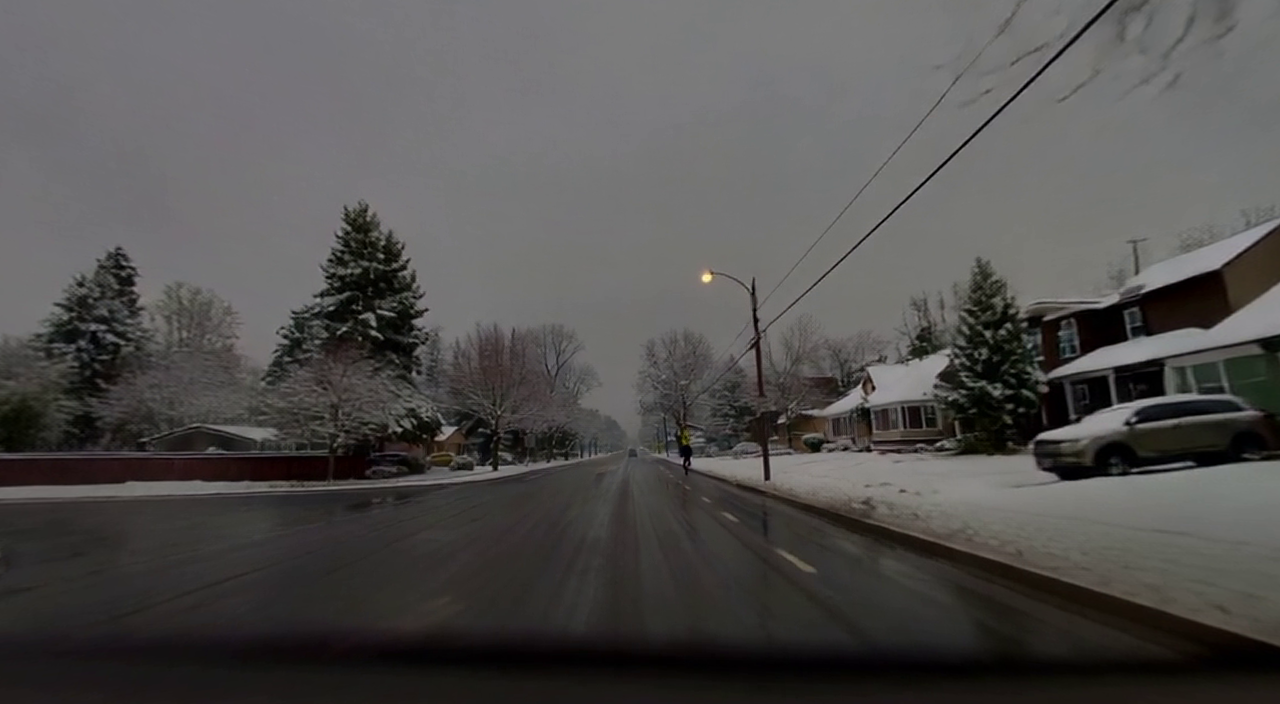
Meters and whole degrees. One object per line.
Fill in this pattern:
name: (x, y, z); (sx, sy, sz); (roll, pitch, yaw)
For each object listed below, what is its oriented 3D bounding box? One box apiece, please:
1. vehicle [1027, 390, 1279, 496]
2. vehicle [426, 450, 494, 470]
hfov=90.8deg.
vehicle: (10.309, 1.768, 12.318); (4.146, 1.866, 1.897); (-1, -9, 7)
vehicle: (-13.781, 8.300, 48.593); (4.717, 1.465, 1.887); (1, -9, -4)
